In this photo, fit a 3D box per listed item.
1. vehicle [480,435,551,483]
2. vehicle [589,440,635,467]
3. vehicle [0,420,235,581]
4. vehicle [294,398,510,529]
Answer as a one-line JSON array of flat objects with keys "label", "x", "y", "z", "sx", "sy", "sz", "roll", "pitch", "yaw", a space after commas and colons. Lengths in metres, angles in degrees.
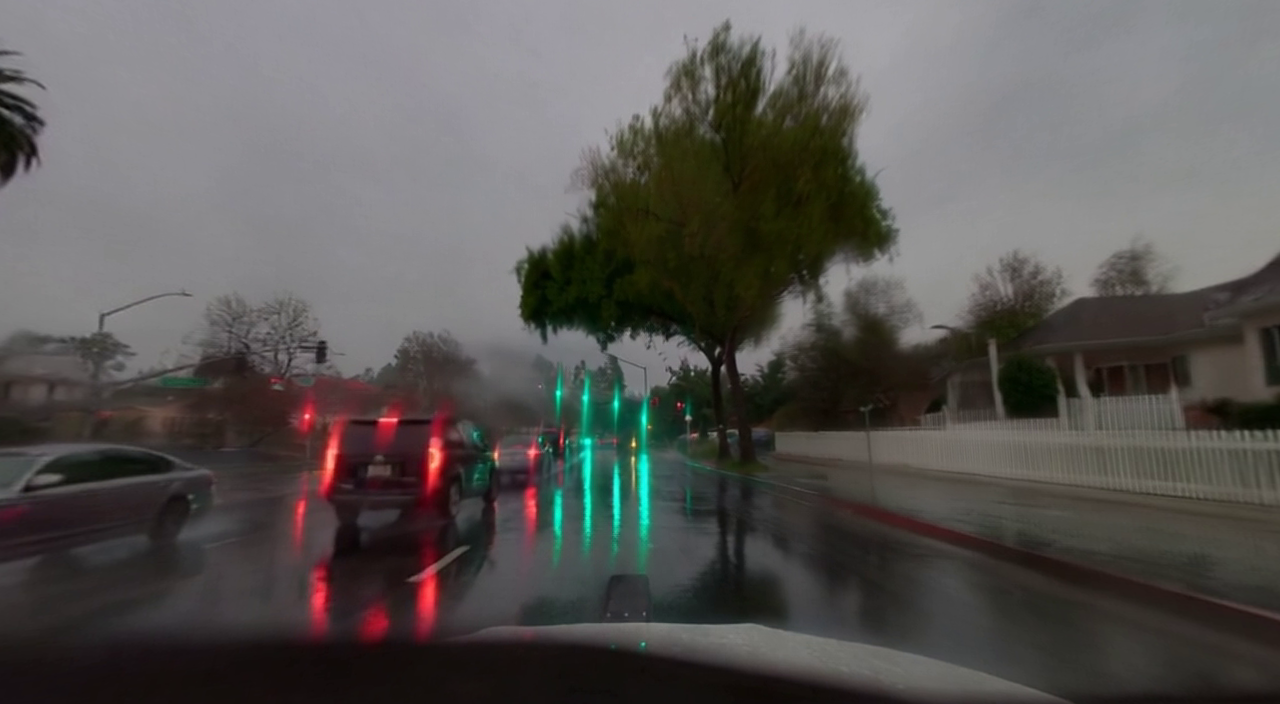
[{"label": "vehicle", "x": -4.201, "y": 3.646, "z": 21.840, "sx": 1.709, "sy": 1.425, "sz": 4.337, "roll": -1, "pitch": -8, "yaw": -2}, {"label": "vehicle", "x": -1.494, "y": 5.116, "z": 32.054, "sx": 2.131, "sy": 1.222, "sz": 3.868, "roll": 0, "pitch": -8, "yaw": -6}, {"label": "vehicle", "x": -6.958, "y": 1.544, "z": 6.910, "sx": 1.984, "sy": 1.479, "sz": 4.816, "roll": -1, "pitch": -8, "yaw": -2}, {"label": "vehicle", "x": -4.014, "y": 1.979, "z": 11.786, "sx": 2.144, "sy": 1.877, "sz": 4.899, "roll": -1, "pitch": -8, "yaw": 0}]
